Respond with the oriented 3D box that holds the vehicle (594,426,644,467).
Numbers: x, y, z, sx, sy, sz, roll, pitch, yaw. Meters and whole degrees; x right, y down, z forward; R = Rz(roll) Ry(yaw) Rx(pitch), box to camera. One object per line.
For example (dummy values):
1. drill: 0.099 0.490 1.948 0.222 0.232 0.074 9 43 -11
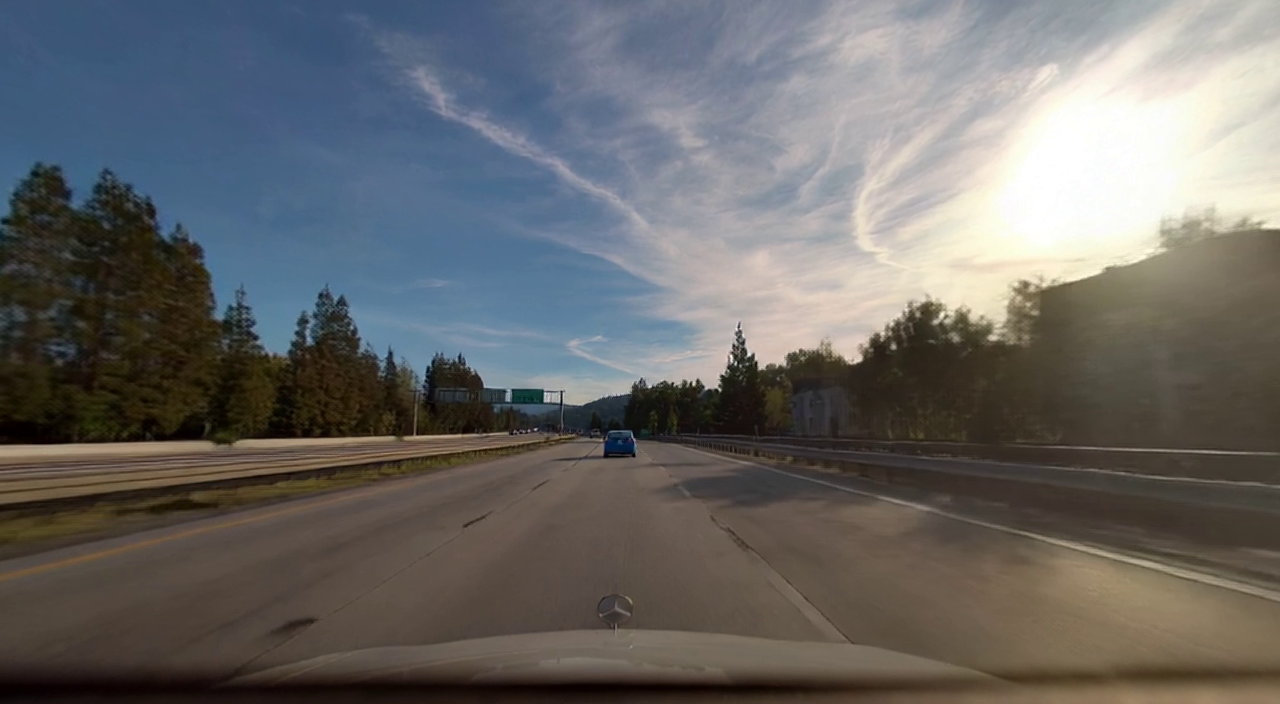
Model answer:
1. vehicle: -0.897 4.055 27.143 2.020 1.633 3.942 0 -8 -2
